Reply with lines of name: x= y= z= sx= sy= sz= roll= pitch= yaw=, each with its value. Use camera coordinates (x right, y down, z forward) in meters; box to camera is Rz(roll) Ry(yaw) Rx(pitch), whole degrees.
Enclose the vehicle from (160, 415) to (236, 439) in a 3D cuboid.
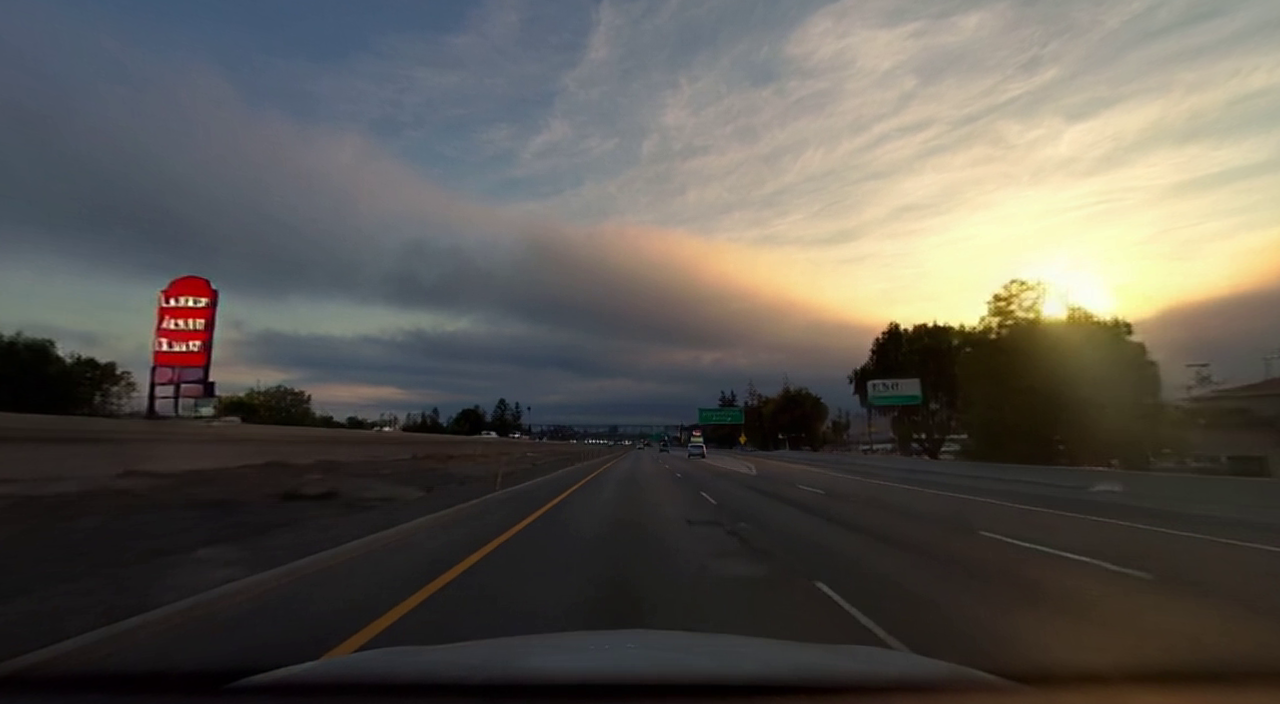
vehicle: x=-29.406 y=5.037 z=42.181 sx=1.942 sy=1.478 sz=4.374 roll=0 pitch=-8 yaw=0
